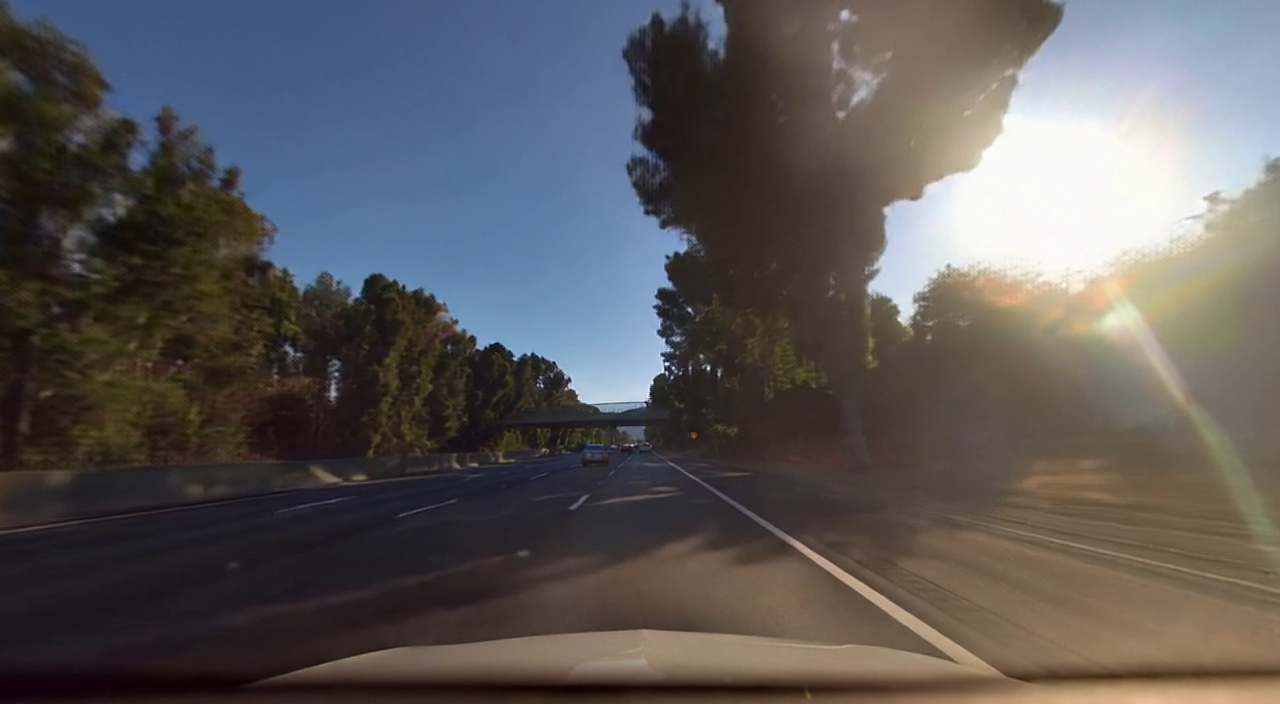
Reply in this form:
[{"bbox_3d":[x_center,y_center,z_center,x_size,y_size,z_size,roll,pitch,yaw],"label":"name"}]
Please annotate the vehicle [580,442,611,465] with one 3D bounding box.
[{"bbox_3d":[-3.281,7.531,46.919,1.993,1.589,3.898,0,-8,0],"label":"vehicle"}]
